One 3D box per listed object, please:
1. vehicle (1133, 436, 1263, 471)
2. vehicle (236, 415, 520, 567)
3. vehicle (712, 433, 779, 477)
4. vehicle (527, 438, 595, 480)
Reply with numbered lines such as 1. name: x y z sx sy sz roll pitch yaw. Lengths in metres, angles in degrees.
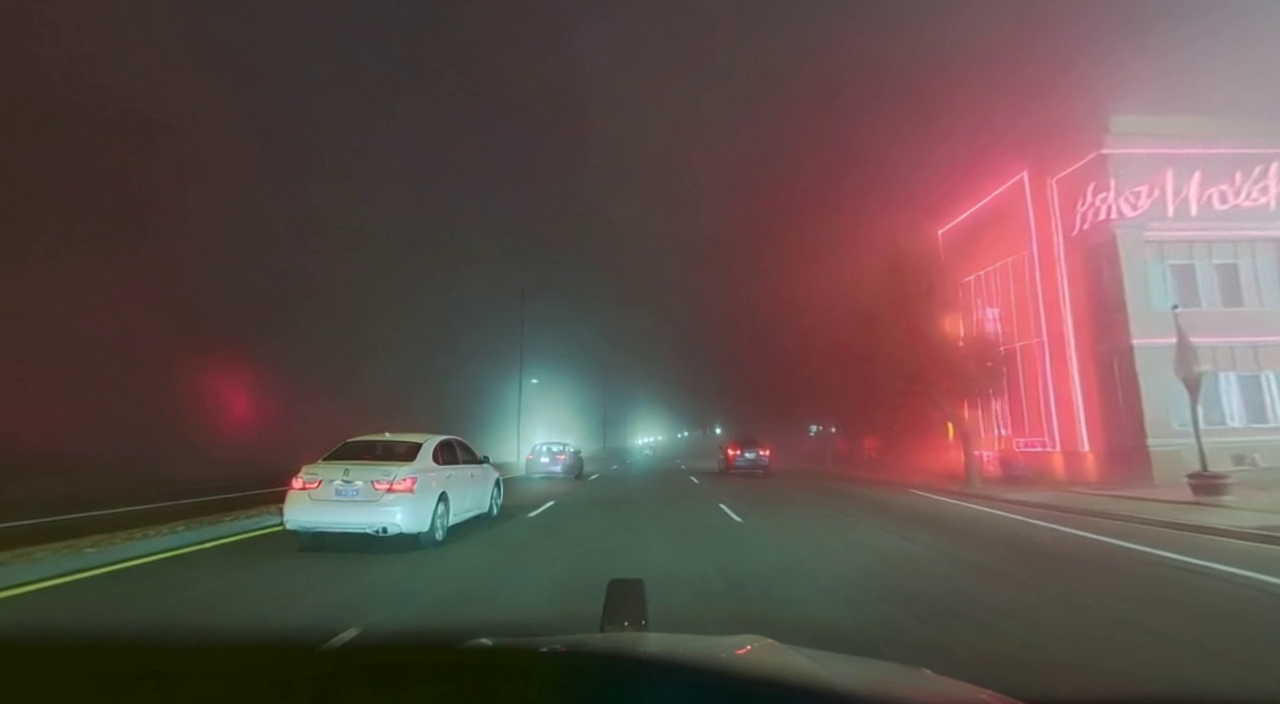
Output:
1. vehicle: 29.089 5.301 33.002 4.667 1.674 1.767 -1 -9 13
2. vehicle: -3.181 1.790 8.910 2.118 1.568 4.436 0 -8 0
3. vehicle: 4.345 4.318 26.657 2.103 1.699 4.171 0 -8 0
4. vehicle: -2.951 4.119 24.495 1.980 1.454 4.226 -1 -8 2
